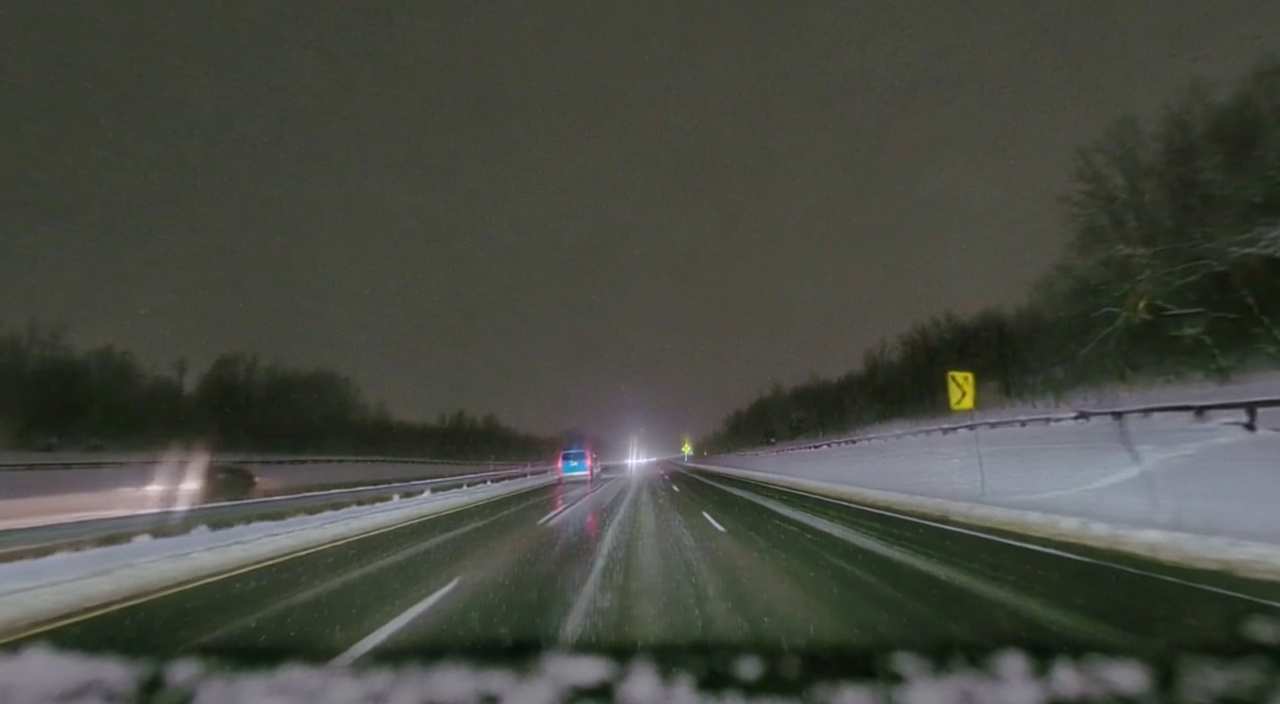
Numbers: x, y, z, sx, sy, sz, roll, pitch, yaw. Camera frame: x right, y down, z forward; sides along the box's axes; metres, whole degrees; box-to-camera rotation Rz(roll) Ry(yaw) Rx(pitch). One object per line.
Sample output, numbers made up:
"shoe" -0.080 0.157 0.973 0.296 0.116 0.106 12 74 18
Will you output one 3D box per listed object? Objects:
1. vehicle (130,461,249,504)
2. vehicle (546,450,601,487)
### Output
"vehicle" -16.944 4.908 23.967 1.719 1.419 3.715 0 -9 1
"vehicle" -3.133 5.618 30.671 2.053 1.647 4.252 -1 -9 2
